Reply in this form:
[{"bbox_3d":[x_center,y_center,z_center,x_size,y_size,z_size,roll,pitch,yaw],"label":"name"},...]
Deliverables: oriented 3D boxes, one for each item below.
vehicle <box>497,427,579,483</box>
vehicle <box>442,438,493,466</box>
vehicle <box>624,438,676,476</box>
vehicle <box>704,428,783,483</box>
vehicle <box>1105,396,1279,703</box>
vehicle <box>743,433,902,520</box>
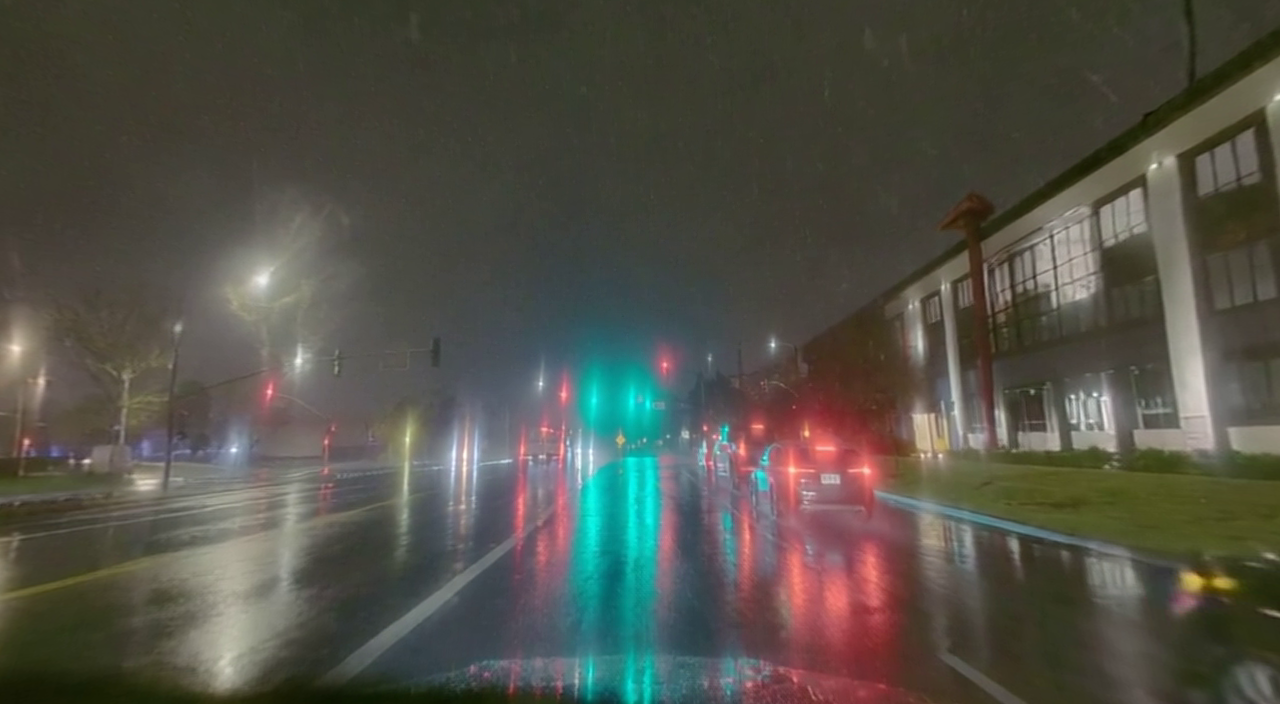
[{"bbox_3d":[-3.397,3.539,21.854,2.023,1.720,4.452,0,-8,1],"label":"vehicle"},{"bbox_3d":[-10.388,6.033,38.276,1.989,1.598,4.054,-1,-8,0],"label":"vehicle"},{"bbox_3d":[0.341,4.236,25.671,1.971,1.433,3.923,0,-8,-1],"label":"vehicle"},{"bbox_3d":[3.504,3.585,22.070,1.992,1.744,4.183,0,-8,-1],"label":"vehicle"},{"bbox_3d":[3.201,0.687,0.755,1.948,1.474,4.360,0,-8,0],"label":"vehicle"},{"bbox_3d":[3.466,2.438,12.909,1.913,1.463,4.198,0,-8,-1],"label":"vehicle"}]
